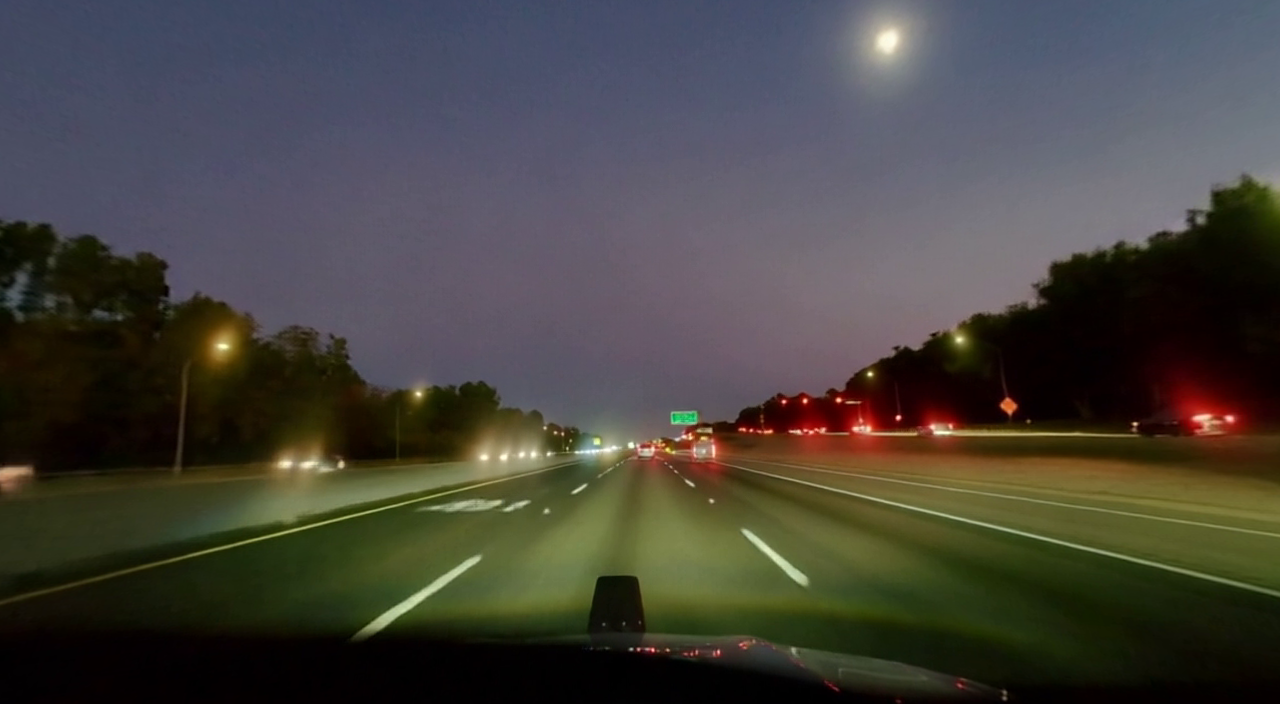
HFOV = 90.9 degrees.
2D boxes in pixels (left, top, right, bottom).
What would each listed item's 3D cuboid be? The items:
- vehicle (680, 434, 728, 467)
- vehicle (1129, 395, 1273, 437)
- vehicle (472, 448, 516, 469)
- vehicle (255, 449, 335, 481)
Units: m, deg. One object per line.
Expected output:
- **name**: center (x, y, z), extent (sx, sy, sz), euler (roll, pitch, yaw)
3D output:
- **vehicle**: center (4.122, 6.506, 41.883), extent (2.505, 2.020, 5.532), euler (0, -8, -1)
- **vehicle**: center (22.355, 2.654, 25.430), extent (1.872, 1.459, 4.502), euler (-1, -8, 4)
- **vehicle**: center (-10.698, 7.825, 46.539), extent (1.954, 1.477, 4.834), euler (0, -8, 2)
- **vehicle**: center (-19.146, 6.286, 35.250), extent (1.962, 1.620, 4.332), euler (0, -8, 1)
